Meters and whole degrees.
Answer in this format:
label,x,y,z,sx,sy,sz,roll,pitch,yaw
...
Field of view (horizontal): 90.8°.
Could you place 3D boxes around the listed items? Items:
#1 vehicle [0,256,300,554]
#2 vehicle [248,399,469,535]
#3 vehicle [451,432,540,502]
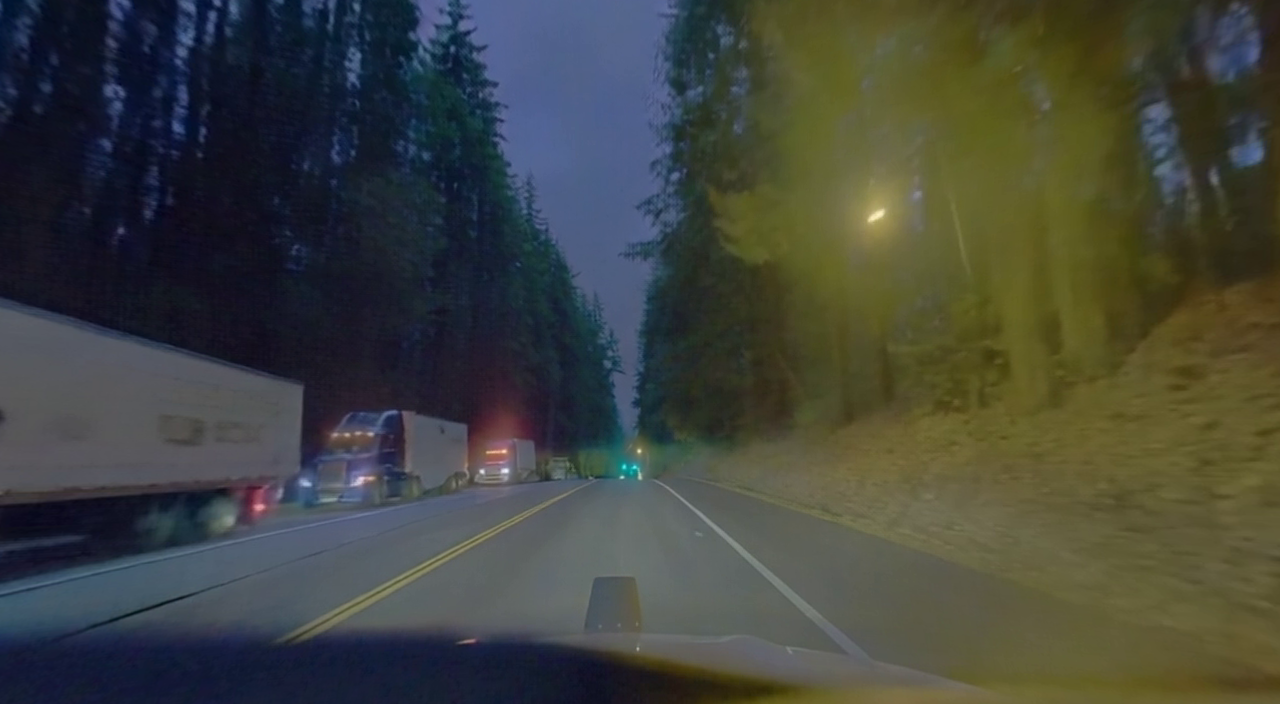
label,x,y,z,sx,sy,sz,roll,pitch,yaw
vehicle,-9.604,1.098,8.226,5.596,3.130,8.972,-4,-12,-2
vehicle,-8.330,3.403,20.637,2.788,3.365,9.652,0,-6,0
vehicle,-8.437,6.717,38.450,2.905,3.359,10.168,0,-6,1
